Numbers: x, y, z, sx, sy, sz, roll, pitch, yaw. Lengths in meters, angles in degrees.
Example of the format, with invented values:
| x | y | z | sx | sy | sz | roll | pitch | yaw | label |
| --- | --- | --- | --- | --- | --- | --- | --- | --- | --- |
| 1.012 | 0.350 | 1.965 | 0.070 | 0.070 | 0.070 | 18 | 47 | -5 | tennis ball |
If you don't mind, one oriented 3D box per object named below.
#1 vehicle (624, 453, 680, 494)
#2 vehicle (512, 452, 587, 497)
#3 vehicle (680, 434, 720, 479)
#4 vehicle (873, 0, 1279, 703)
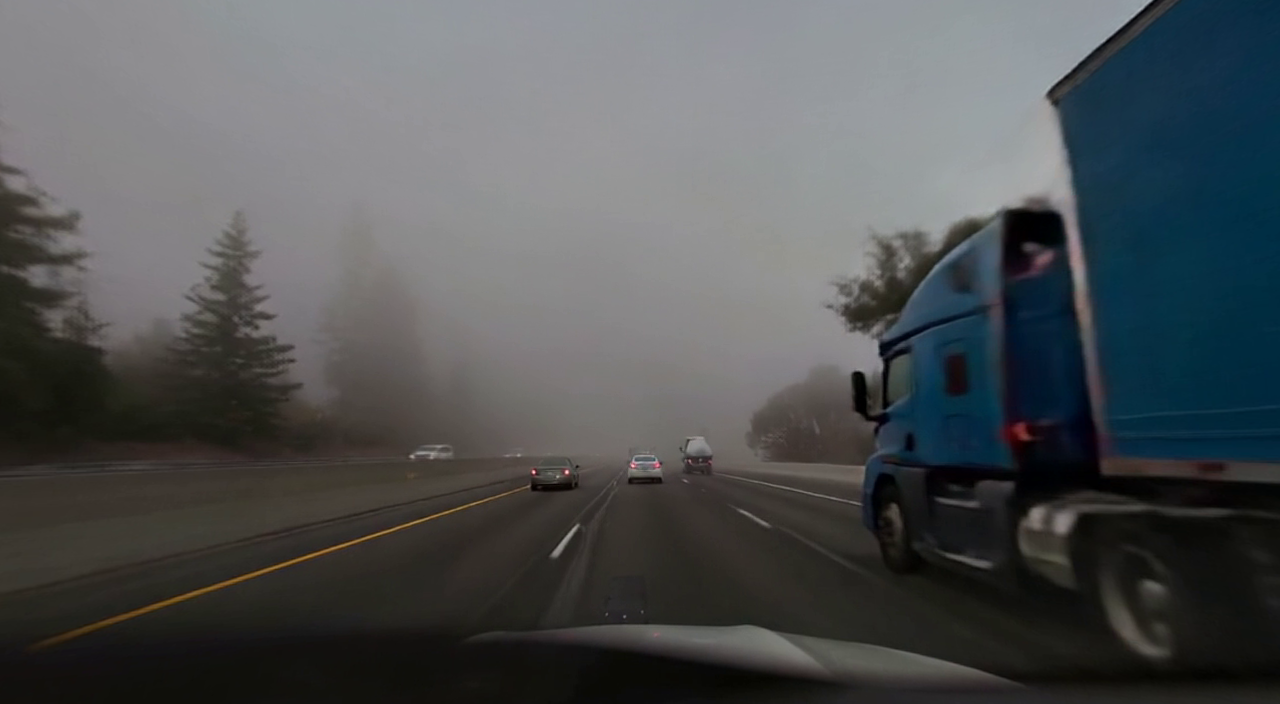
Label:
| x | y | z | sx | sy | sz | roll | pitch | yaw | label |
| --- | --- | --- | --- | --- | --- | --- | --- | --- | --- |
| 0.454 | 4.898 | 25.765 | 2.089 | 1.516 | 4.191 | 0 | -9 | 0 | vehicle |
| -3.255 | 4.492 | 23.468 | 2.105 | 1.467 | 4.099 | 0 | -9 | 1 | vehicle |
| 4.501 | 7.677 | 46.129 | 2.650 | 2.978 | 6.937 | -2 | -10 | 7 | vehicle |
| 4.740 | 0.263 | 5.551 | 3.019 | 3.957 | 5.903 | 0 | -9 | 0 | vehicle |
